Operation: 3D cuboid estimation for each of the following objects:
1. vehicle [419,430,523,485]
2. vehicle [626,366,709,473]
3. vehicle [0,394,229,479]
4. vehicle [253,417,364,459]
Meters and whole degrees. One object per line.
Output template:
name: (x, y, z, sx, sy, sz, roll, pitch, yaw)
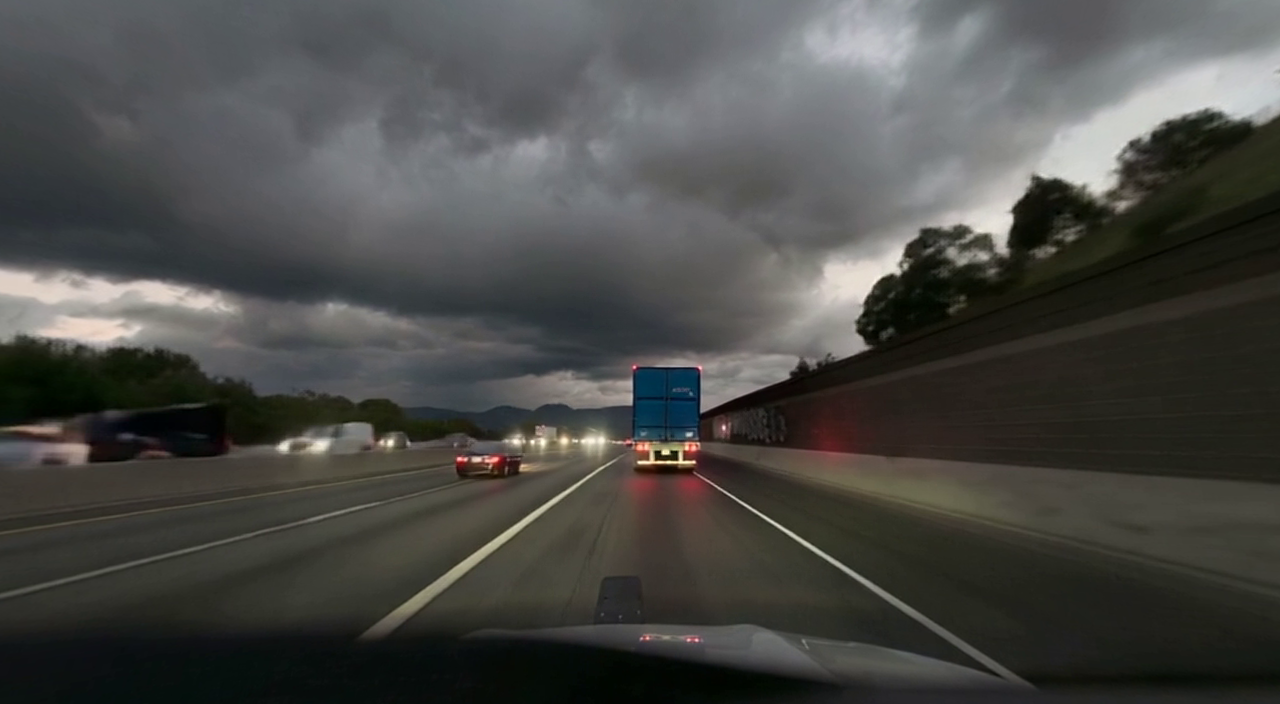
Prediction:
vehicle: (-5.242, 3.320, 20.247, 1.982, 1.535, 4.519, 0, -8, 1)
vehicle: (0.883, 3.103, 27.726, 2.921, 3.765, 10.773, 0, -8, -1)
vehicle: (-22.121, 3.673, 27.319, 2.853, 3.094, 8.285, 0, -8, 1)
vehicle: (-14.331, 3.769, 27.668, 2.026, 1.651, 5.129, 0, -8, 1)
